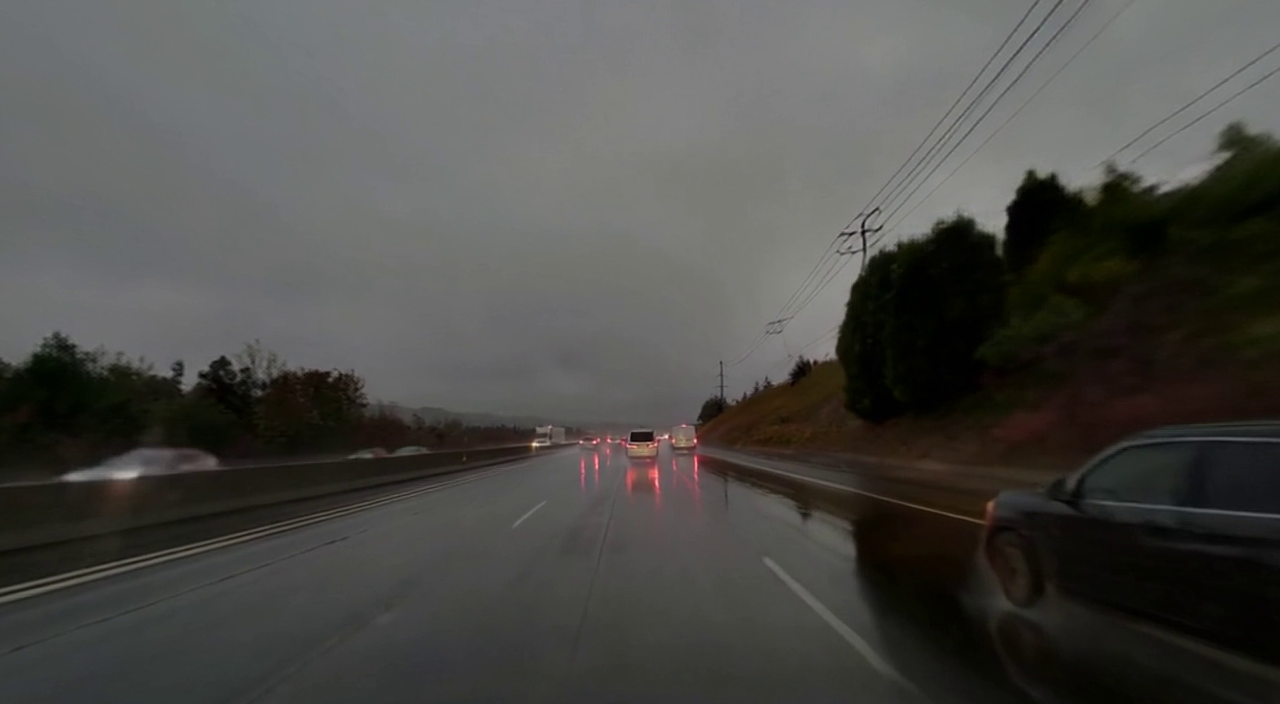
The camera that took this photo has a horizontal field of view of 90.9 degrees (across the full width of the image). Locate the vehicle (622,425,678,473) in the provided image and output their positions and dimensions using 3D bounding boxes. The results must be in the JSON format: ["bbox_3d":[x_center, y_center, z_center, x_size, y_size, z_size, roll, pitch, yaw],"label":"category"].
[{"bbox_3d":[0.339,3.992,26.162,2.159,1.811,4.238,0,-8,-1],"label":"vehicle"}]

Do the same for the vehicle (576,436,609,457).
[{"bbox_3d":[-3.521,7.154,47.902,2.093,1.517,4.648,0,-8,1],"label":"vehicle"}]

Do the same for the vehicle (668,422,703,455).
[{"bbox_3d":[3.520,6.795,49.775,2.348,2.429,5.172,0,-8,-1],"label":"vehicle"}]

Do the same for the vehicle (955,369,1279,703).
[{"bbox_3d":[3.617,0.878,2.770,1.923,1.562,4.691,0,-8,-2],"label":"vehicle"}]
